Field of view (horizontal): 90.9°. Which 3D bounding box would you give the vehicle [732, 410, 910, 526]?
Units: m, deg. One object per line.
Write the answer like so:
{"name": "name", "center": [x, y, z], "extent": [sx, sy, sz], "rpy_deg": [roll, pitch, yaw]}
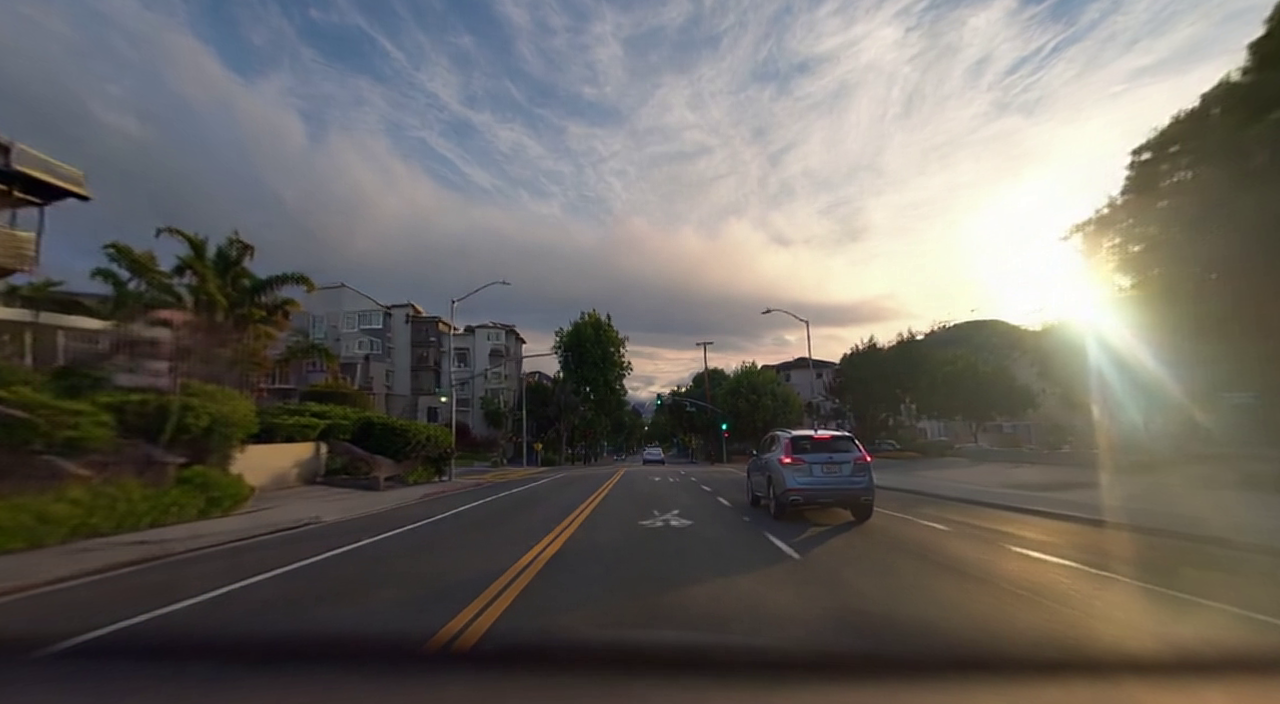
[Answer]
{"name": "vehicle", "center": [3.289, 2.242, 12.691], "extent": [2.130, 1.863, 4.844], "rpy_deg": [0, -9, 0]}

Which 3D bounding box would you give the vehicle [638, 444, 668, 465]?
{"name": "vehicle", "center": [0.908, 7.473, 45.967], "extent": [2.097, 1.463, 4.043], "rpy_deg": [0, -9, 0]}
